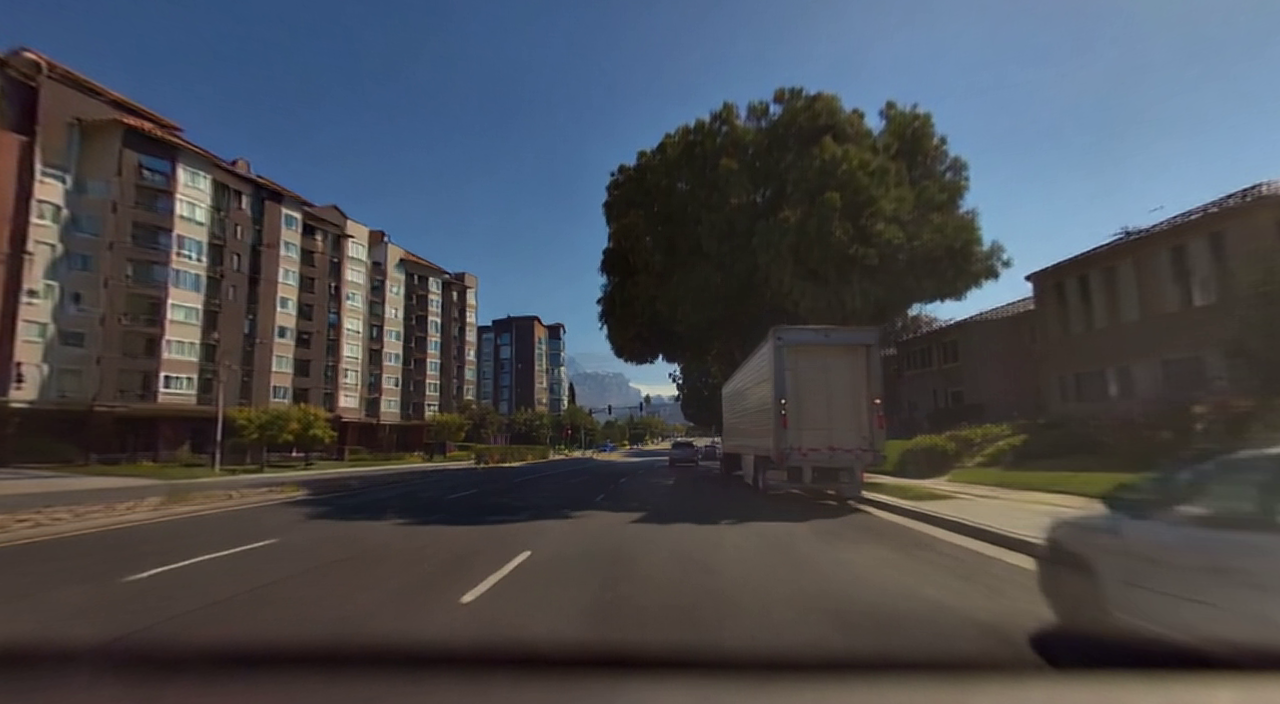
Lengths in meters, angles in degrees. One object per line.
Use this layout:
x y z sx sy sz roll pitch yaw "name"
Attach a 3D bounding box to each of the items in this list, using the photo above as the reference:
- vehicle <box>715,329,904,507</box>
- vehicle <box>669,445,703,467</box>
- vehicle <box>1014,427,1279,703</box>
4.546 2.405 20.800 3.157 3.982 13.307 0 -8 3 "vehicle"
3.044 6.759 41.163 1.871 1.370 4.206 -1 -8 9 "vehicle"
4.089 1.095 2.977 1.884 1.472 4.650 0 -8 1 "vehicle"
